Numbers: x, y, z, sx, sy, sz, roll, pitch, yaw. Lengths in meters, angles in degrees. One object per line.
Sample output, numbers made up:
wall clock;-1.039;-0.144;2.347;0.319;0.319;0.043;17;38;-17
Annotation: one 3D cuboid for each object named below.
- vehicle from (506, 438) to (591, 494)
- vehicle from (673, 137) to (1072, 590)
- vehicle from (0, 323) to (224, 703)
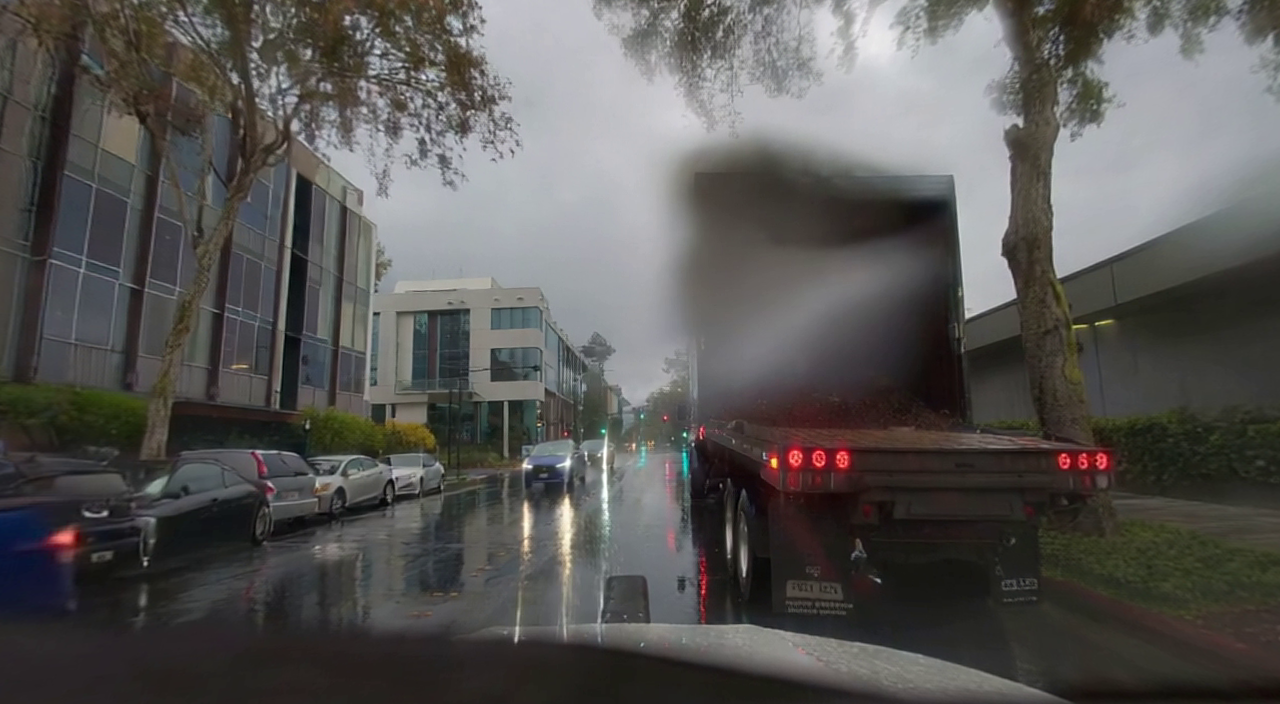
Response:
vehicle;-2.767;3.550;20.093;2.183;1.563;4.257;0;-8;-2
vehicle;2.544;0.852;11.417;3.320;4.034;11.553;-1;-8;6
vehicle;-3.434;0.618;0.938;2.223;1.804;4.746;0;-8;2
